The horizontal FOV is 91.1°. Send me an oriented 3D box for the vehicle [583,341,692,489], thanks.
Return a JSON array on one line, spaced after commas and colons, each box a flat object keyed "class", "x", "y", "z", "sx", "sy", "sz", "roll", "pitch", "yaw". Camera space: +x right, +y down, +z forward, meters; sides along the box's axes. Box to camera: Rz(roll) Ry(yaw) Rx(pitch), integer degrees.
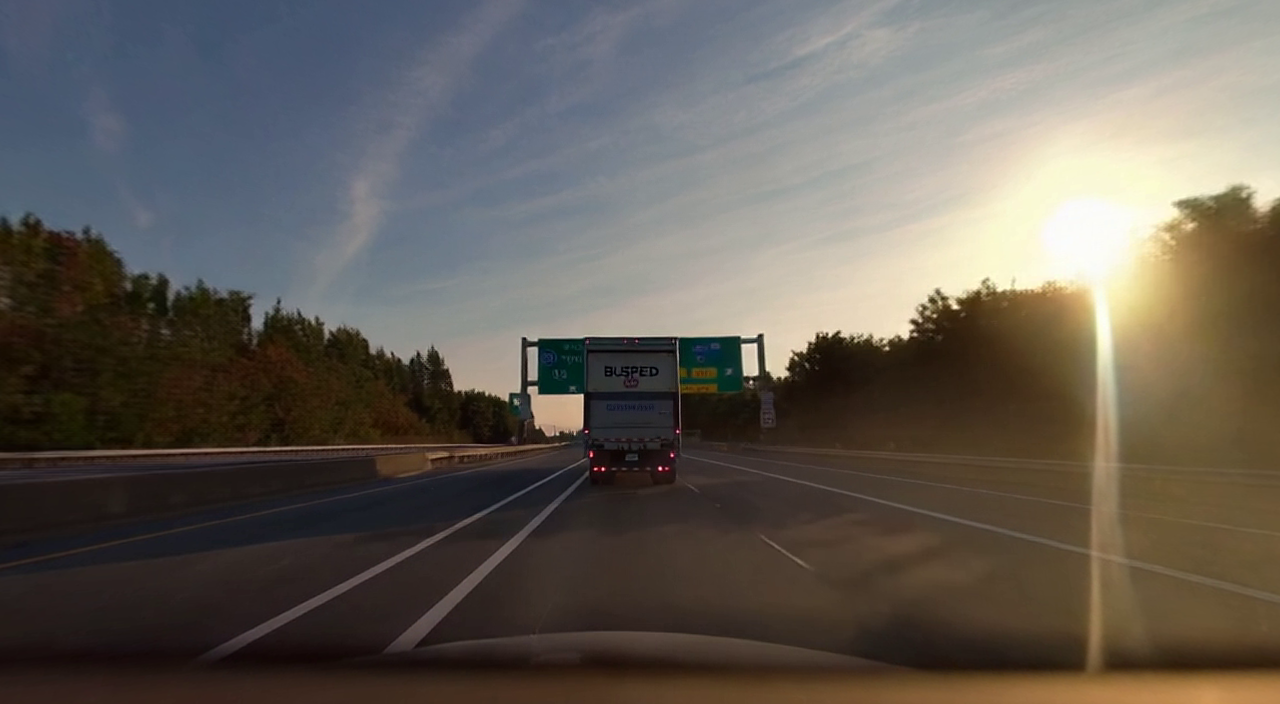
[{"class": "vehicle", "x": -0.221, "y": 2.250, "z": 21.070, "sx": 2.870, "sy": 3.911, "sz": 8.697, "roll": 0, "pitch": -8, "yaw": -2}]
